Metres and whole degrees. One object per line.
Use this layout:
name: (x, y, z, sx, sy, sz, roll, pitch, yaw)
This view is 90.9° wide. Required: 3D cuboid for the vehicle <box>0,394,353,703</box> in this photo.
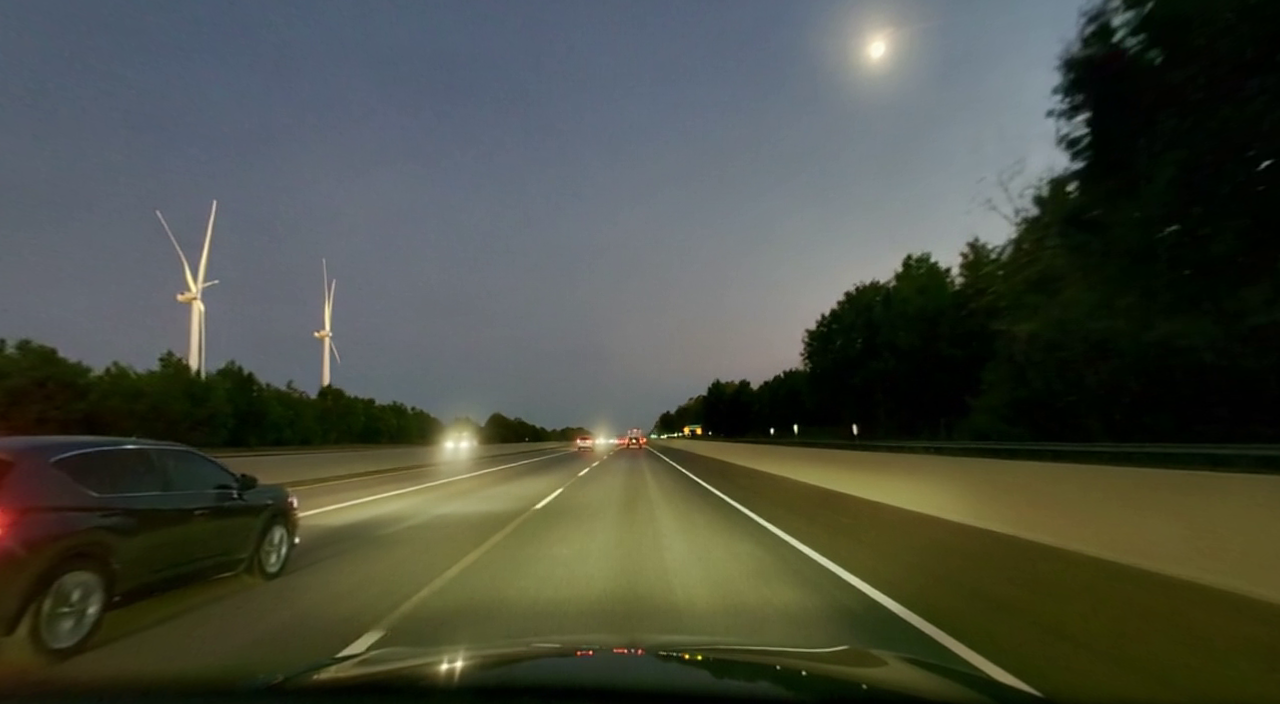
vehicle: (-3.978, 1.172, 4.537, 1.950, 1.511, 3.965, 0, -8, 0)
